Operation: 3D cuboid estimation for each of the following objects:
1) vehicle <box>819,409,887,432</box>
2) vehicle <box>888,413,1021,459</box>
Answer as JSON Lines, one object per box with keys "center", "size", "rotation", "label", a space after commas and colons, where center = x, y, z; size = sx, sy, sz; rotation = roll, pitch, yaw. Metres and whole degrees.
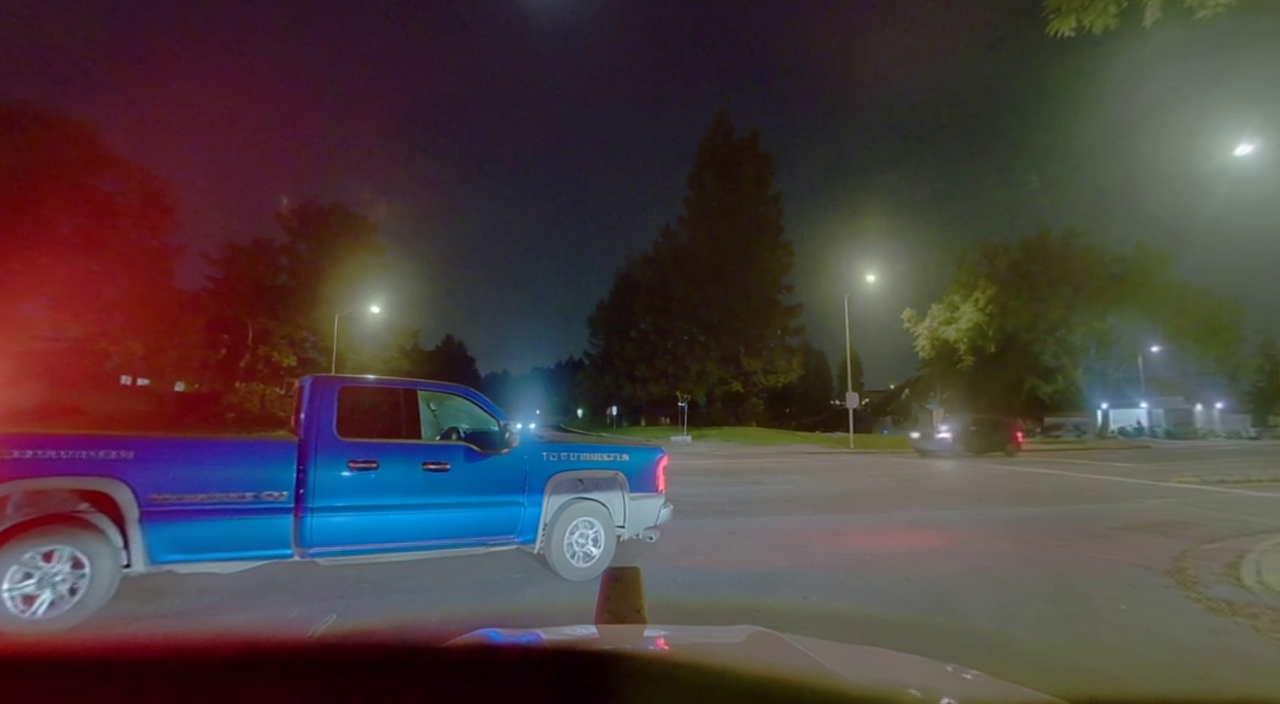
{"center": [15.150, 4.932, 44.643], "size": [4.674, 1.483, 1.745], "rotation": [4, -9, -26], "label": "vehicle"}
{"center": [13.800, 3.716, 27.536], "size": [5.333, 1.837, 2.124], "rotation": [3, -9, -22], "label": "vehicle"}
